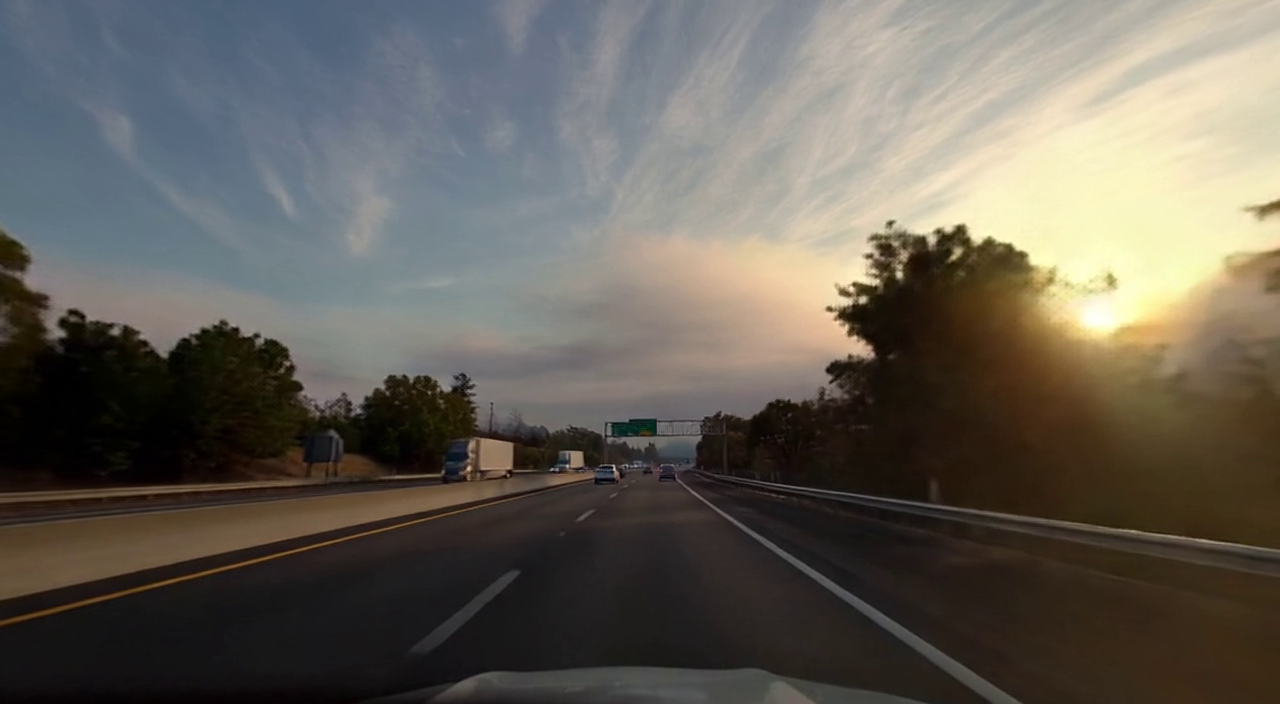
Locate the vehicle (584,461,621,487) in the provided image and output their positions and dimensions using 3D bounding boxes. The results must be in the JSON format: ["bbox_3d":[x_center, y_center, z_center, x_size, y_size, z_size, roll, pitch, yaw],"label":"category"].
[{"bbox_3d":[-2.627,8.695,45.063,2.160,1.721,4.368,0,-11,3],"label":"vehicle"}]
